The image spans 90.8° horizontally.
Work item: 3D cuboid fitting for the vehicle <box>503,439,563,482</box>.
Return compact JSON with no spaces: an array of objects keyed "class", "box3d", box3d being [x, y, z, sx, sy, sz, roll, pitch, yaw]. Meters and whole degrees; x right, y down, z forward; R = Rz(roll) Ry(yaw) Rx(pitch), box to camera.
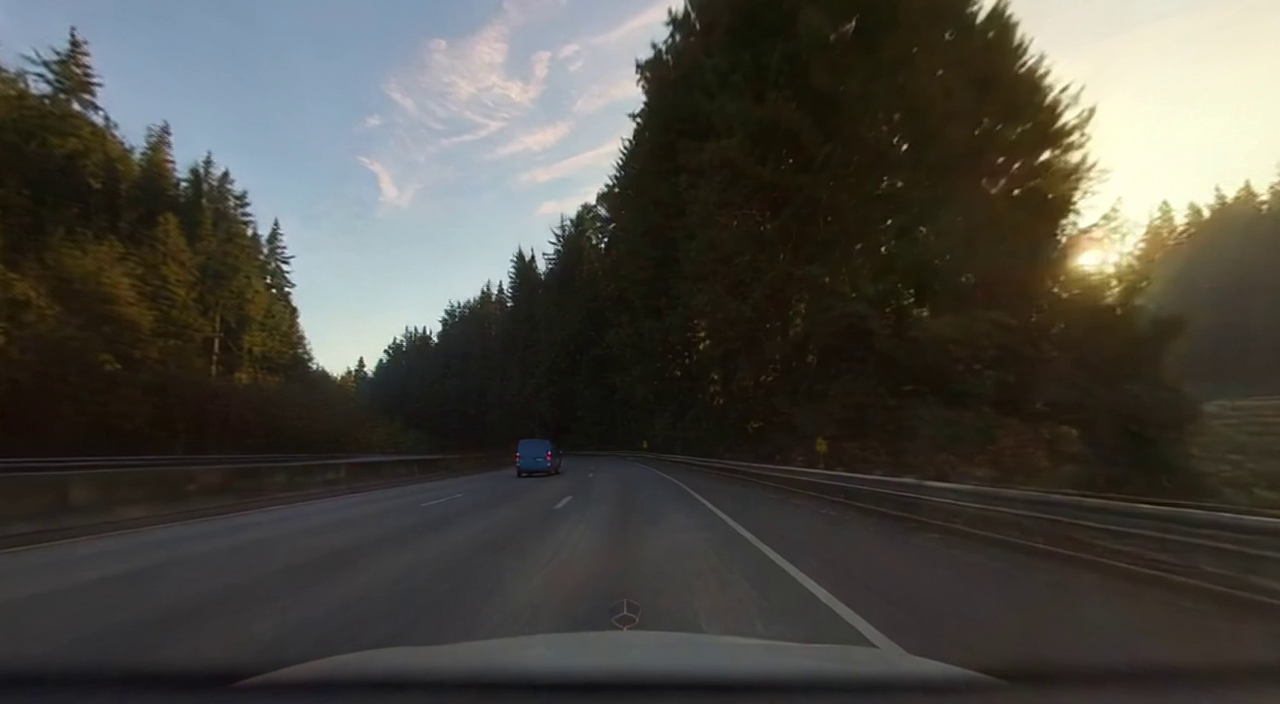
[{"class":"vehicle","box3d":[-5.461,5.605,32.883,2.197,2.038,4.919,0,-9,0]}]
